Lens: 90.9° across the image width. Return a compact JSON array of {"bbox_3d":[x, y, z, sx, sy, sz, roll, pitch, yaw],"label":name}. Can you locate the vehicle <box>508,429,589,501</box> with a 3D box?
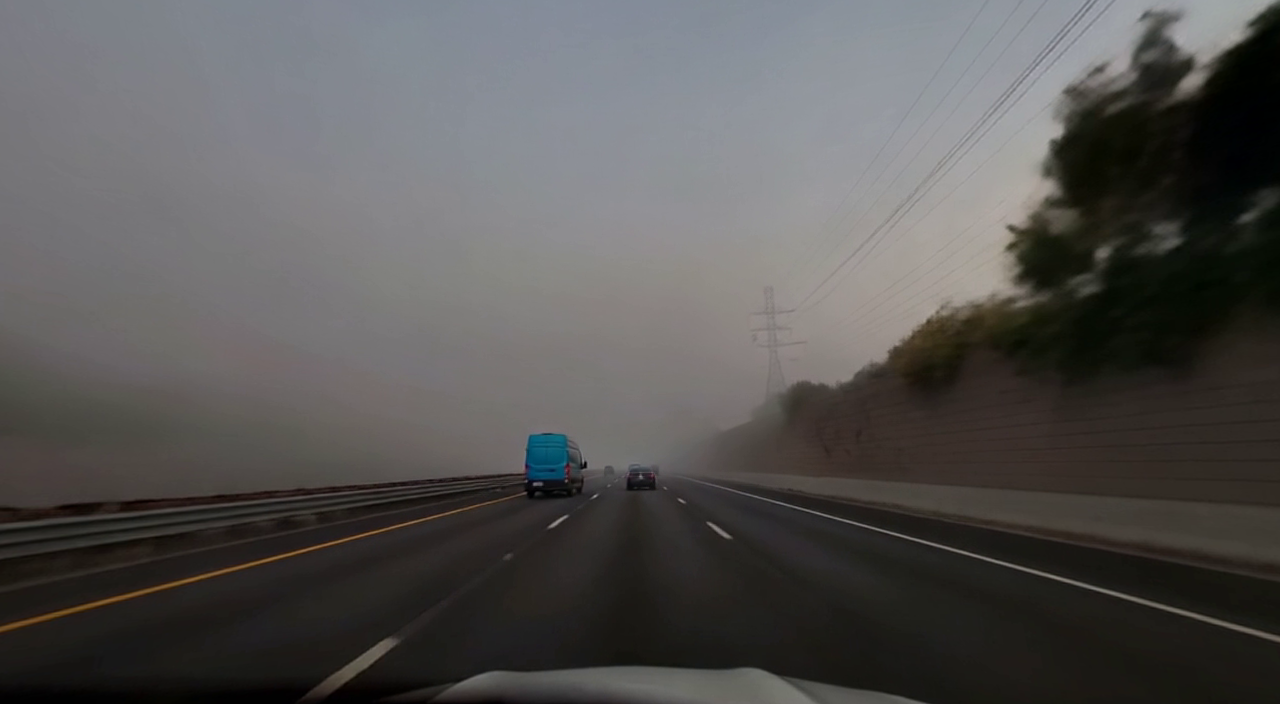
[{"bbox_3d":[-3.674,4.810,26.829,2.394,2.609,6.875,1,-10,0],"label":"vehicle"}]

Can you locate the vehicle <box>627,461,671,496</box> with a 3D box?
[{"bbox_3d":[0.407,6.116,30.705,2.006,1.554,3.863,1,-10,0],"label":"vehicle"}]
